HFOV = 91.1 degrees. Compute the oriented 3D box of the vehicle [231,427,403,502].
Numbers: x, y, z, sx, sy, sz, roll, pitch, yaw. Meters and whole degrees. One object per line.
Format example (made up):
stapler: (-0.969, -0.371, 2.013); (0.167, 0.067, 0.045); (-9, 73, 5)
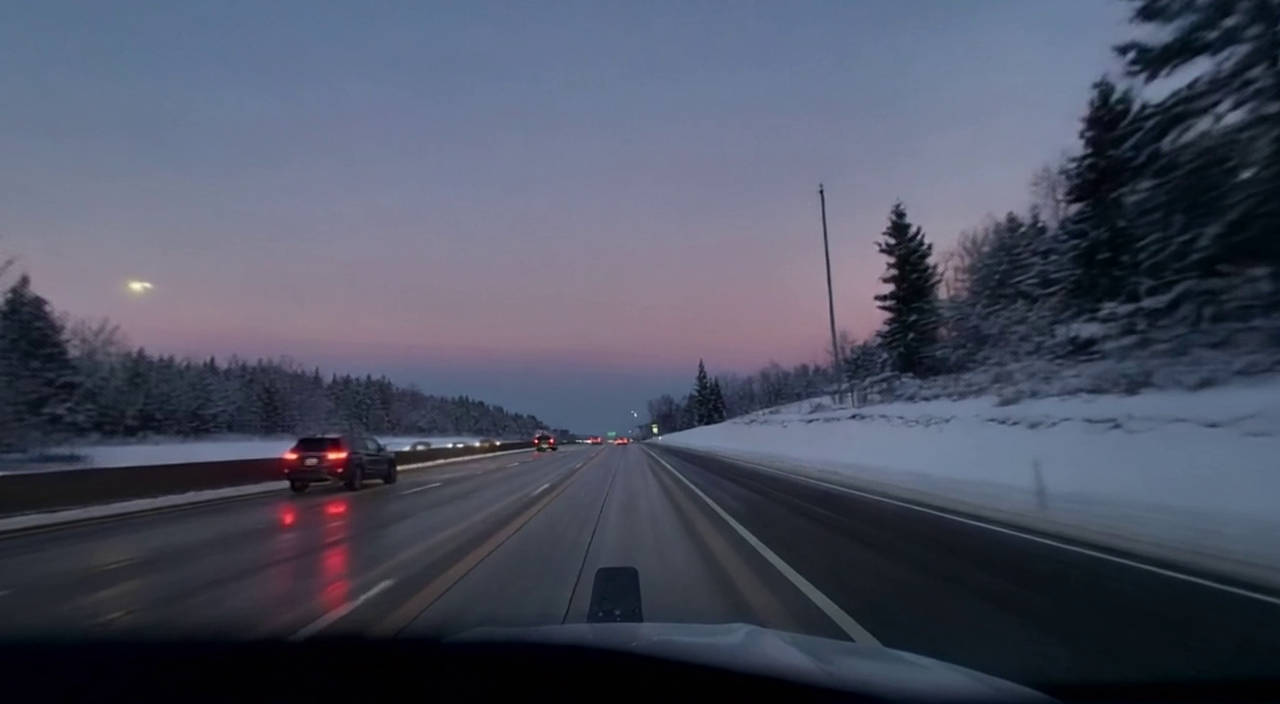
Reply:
vehicle: (-7.474, 2.617, 15.142); (1.972, 1.532, 4.222); (0, -8, -1)
